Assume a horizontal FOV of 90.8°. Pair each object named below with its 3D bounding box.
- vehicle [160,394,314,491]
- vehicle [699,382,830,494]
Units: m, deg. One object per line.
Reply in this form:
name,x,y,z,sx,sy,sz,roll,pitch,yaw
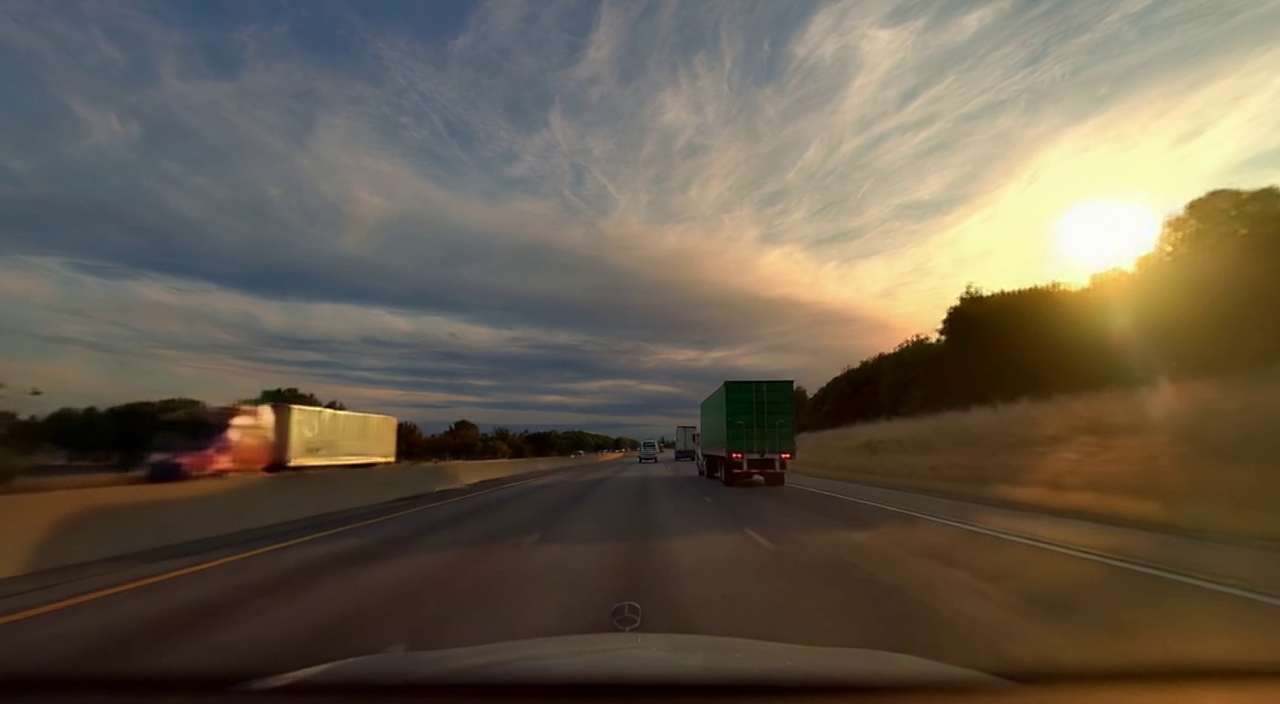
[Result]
vehicle,-18.317,4.221,29.274,2.960,4.006,5.958,0,-9,0
vehicle,4.210,3.286,23.732,2.960,3.381,8.914,0,-9,-1
